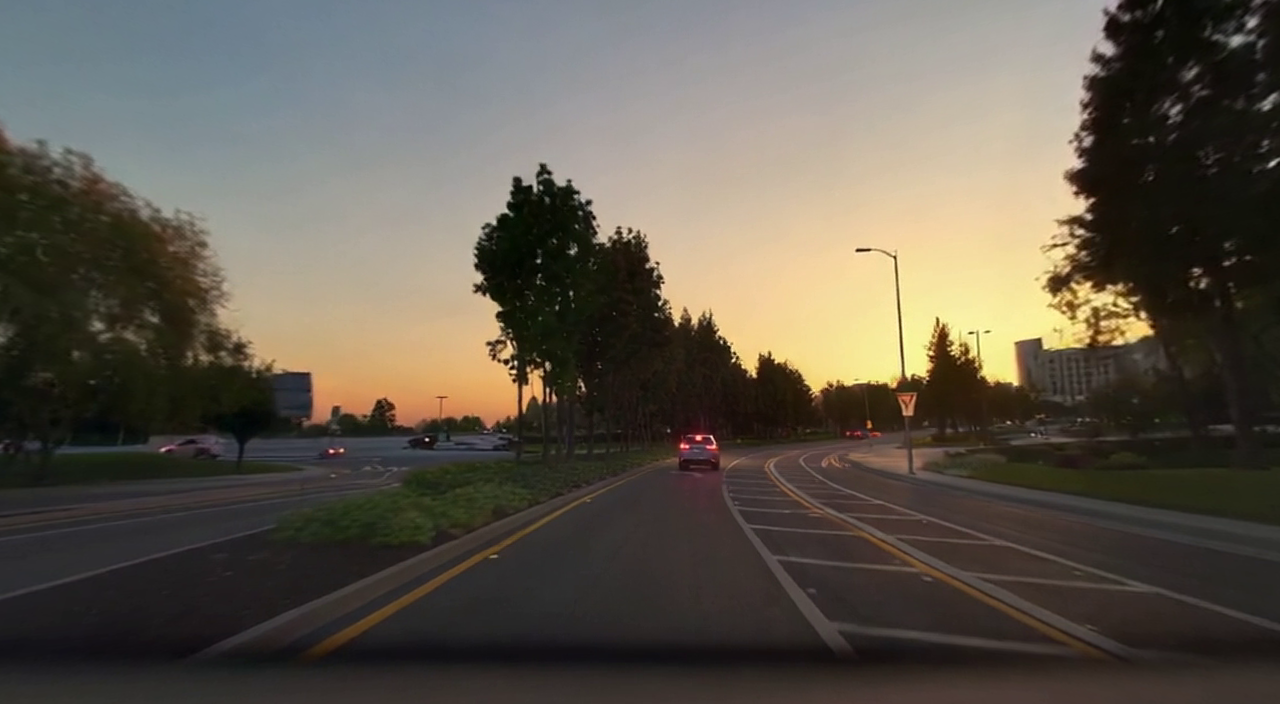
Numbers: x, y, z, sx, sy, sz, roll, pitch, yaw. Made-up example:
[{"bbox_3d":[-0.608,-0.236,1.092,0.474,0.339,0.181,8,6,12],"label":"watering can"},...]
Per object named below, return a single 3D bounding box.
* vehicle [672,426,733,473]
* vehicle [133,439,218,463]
[{"bbox_3d":[3.003,4.483,29.001,2.371,1.926,5.615,-1,-9,10],"label":"vehicle"},{"bbox_3d":[-35.999,7.680,48.778,4.636,1.790,2.178,2,-9,-13],"label":"vehicle"}]
